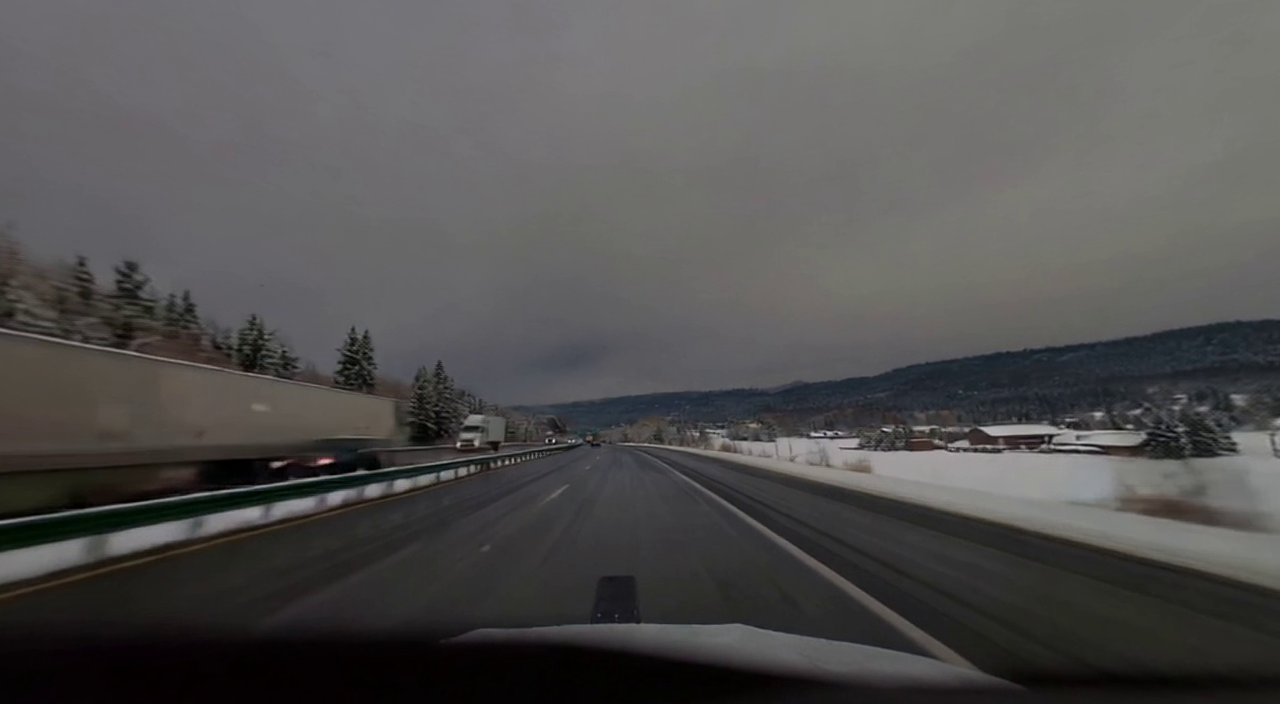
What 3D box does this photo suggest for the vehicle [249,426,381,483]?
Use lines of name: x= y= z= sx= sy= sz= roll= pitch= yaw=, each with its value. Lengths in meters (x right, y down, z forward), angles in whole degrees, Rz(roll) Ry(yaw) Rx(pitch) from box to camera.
vehicle: x=-10.757 y=3.416 z=21.296 sx=2.069 sy=1.675 sz=4.648 roll=0 pitch=-8 yaw=-2

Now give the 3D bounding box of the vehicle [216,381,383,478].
vehicle: x=-15.052 y=3.641 z=28.954 sx=2.955 sy=3.745 sz=8.712 roll=0 pitch=-8 yaw=-1
